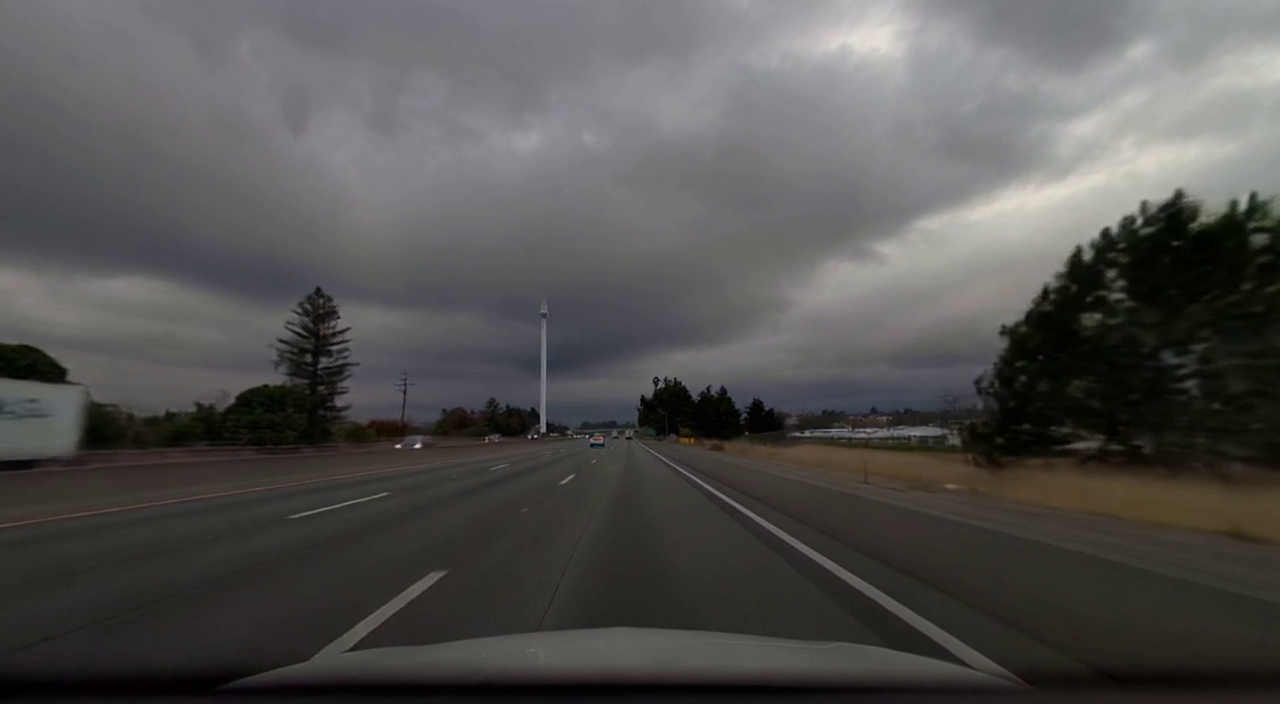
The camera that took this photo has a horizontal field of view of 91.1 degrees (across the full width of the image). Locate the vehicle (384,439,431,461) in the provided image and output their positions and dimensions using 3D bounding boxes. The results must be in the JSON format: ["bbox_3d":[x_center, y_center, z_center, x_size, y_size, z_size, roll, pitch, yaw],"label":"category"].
[{"bbox_3d":[-16.875,7.118,45.807,1.906,1.533,4.183,0,-8,-1],"label":"vehicle"}]
